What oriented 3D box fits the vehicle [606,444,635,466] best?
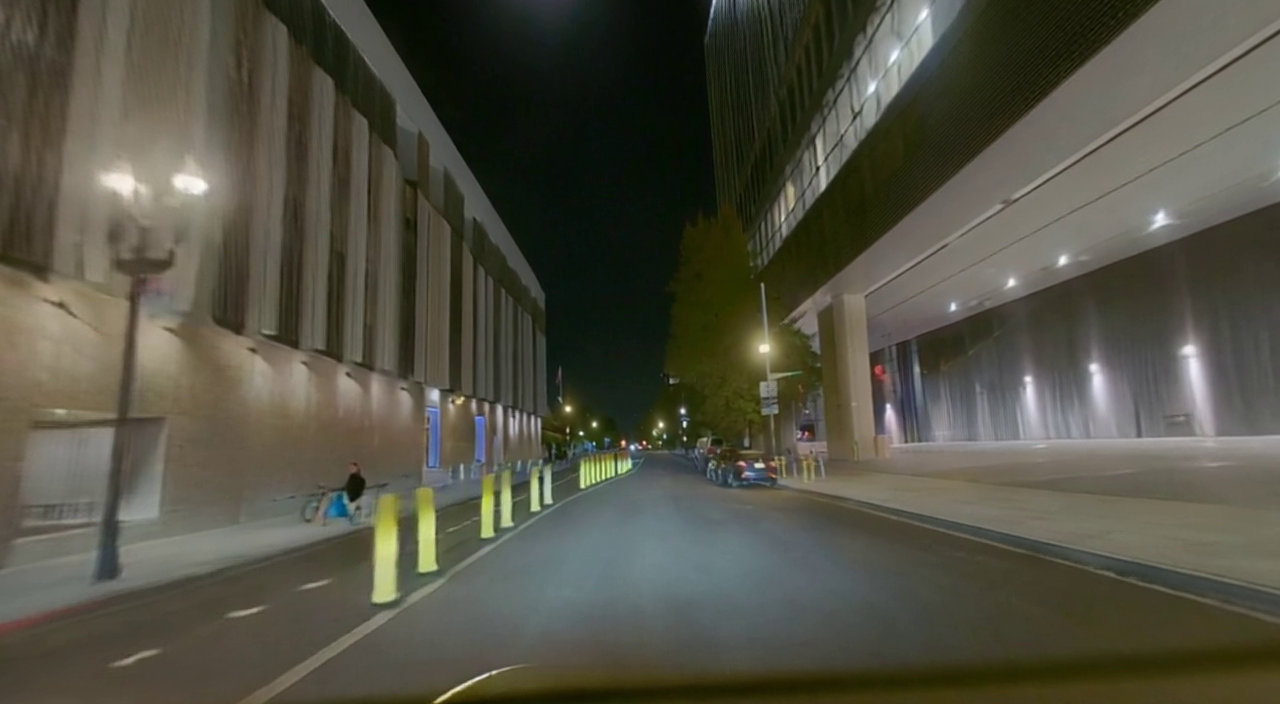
[{"bbox_3d":[-1.407,7.505,46.323,2.035,1.506,4.075,-1,-9,-1],"label":"vehicle"}]

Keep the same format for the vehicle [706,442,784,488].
[{"bbox_3d":[3.684,4.042,22.928,2.020,1.448,4.220,-1,-8,-1],"label":"vehicle"}]
